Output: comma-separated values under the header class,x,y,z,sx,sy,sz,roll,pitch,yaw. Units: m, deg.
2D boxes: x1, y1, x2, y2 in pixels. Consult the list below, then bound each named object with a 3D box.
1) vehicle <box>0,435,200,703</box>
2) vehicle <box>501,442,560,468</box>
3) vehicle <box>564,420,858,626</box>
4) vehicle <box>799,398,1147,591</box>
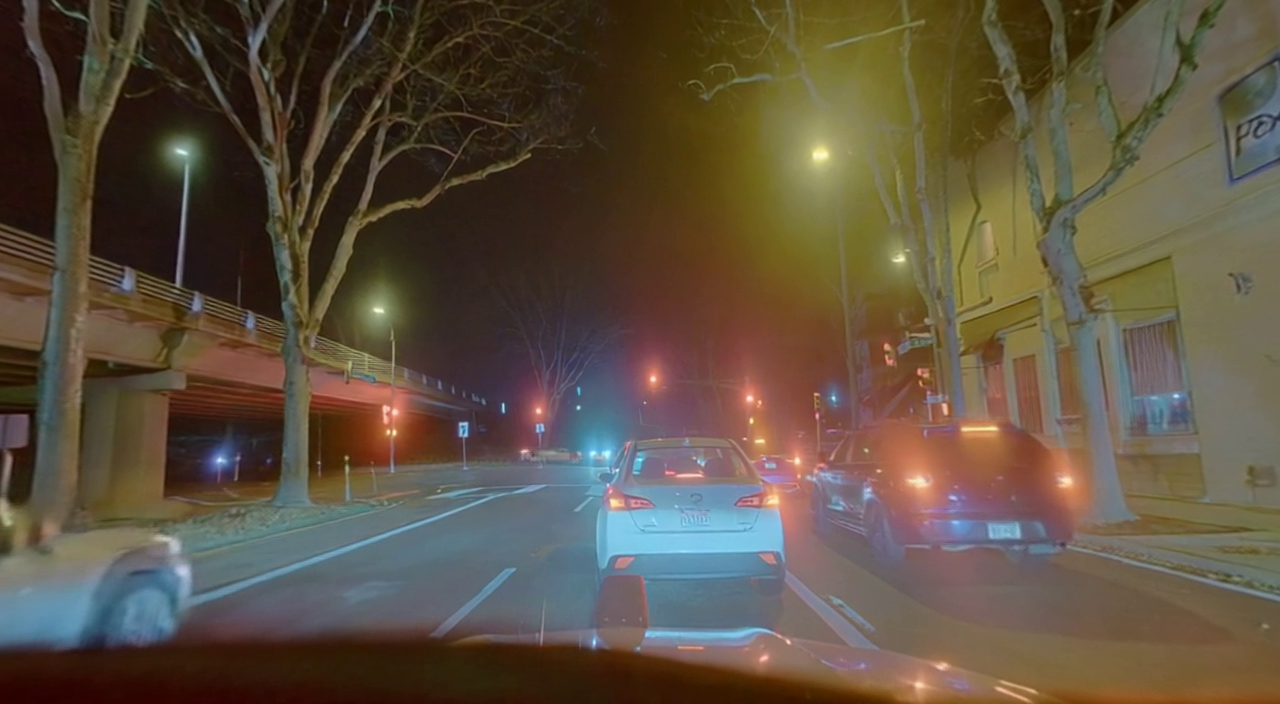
class,x,y,z,sx,sy,sz,roll,pitch,yaw
vehicle,-3.947,0.949,1.618,2.082,1.484,4.865,0,-8,1
vehicle,-6.588,6.268,38.491,1.873,1.462,4.283,-3,-9,16
vehicle,0.518,1.544,6.705,2.101,1.467,4.210,0,-8,0
vehicle,3.672,1.653,8.185,2.062,1.781,4.488,0,-8,0
